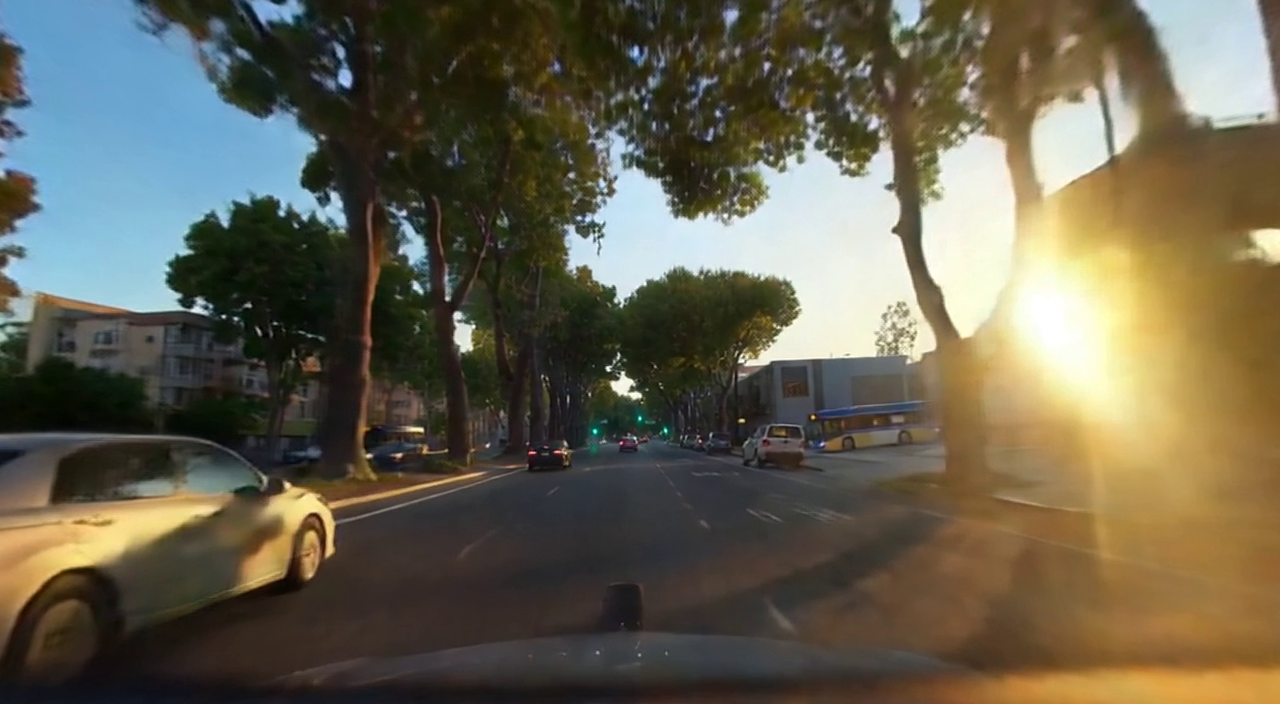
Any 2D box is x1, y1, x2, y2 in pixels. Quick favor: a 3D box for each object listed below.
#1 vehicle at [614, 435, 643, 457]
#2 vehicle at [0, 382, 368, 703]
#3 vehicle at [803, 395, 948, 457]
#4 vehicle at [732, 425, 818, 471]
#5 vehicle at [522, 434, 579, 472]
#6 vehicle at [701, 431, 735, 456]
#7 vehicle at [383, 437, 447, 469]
[{"bbox_3d":[-0.798,6.806,45.599,1.999,1.520,3.896,0,-9,-1],"label":"vehicle"},{"bbox_3d":[-3.675,1.102,3.980,1.995,1.524,4.438,0,-9,-1],"label":"vehicle"},{"bbox_3d":[14.787,4.715,40.092,7.722,2.908,3.067,-6,-7,-4],"label":"vehicle"},{"bbox_3d":[5.859,4.291,28.357,2.390,1.816,6.050,0,-9,-1],"label":"vehicle"},{"bbox_3d":[-3.857,4.418,27.892,1.934,1.522,4.287,0,-9,0],"label":"vehicle"},{"bbox_3d":[5.848,6.939,47.817,1.945,1.829,4.305,0,-9,-2],"label":"vehicle"},{"bbox_3d":[-11.990,5.406,33.958,1.822,1.549,4.325,0,-9,0],"label":"vehicle"}]
